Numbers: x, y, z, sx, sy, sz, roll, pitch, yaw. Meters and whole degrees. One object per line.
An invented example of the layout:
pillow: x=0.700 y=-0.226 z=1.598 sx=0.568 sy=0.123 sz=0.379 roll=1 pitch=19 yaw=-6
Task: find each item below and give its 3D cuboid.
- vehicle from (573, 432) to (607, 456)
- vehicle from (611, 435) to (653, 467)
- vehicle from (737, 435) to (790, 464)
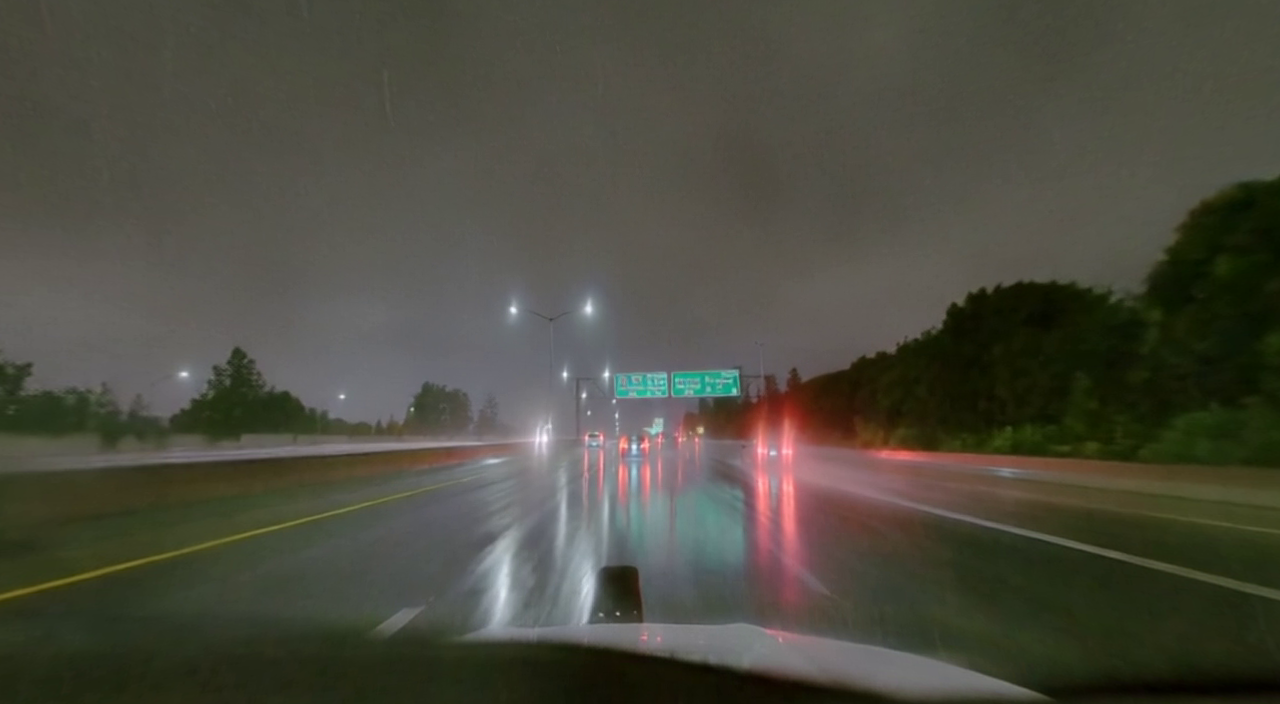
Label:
vehicle: x=-3.662 y=6.901 z=47.213 sx=2.123 sy=1.661 sz=4.601 roll=0 pitch=-8 yaw=0
vehicle: x=-0.417 y=4.956 z=31.767 sx=1.985 sy=1.457 sz=4.227 roll=0 pitch=-8 yaw=-1
vehicle: x=6.787 y=5.406 z=35.233 sx=1.935 sy=1.478 sz=4.433 roll=0 pitch=-8 yaw=-2
